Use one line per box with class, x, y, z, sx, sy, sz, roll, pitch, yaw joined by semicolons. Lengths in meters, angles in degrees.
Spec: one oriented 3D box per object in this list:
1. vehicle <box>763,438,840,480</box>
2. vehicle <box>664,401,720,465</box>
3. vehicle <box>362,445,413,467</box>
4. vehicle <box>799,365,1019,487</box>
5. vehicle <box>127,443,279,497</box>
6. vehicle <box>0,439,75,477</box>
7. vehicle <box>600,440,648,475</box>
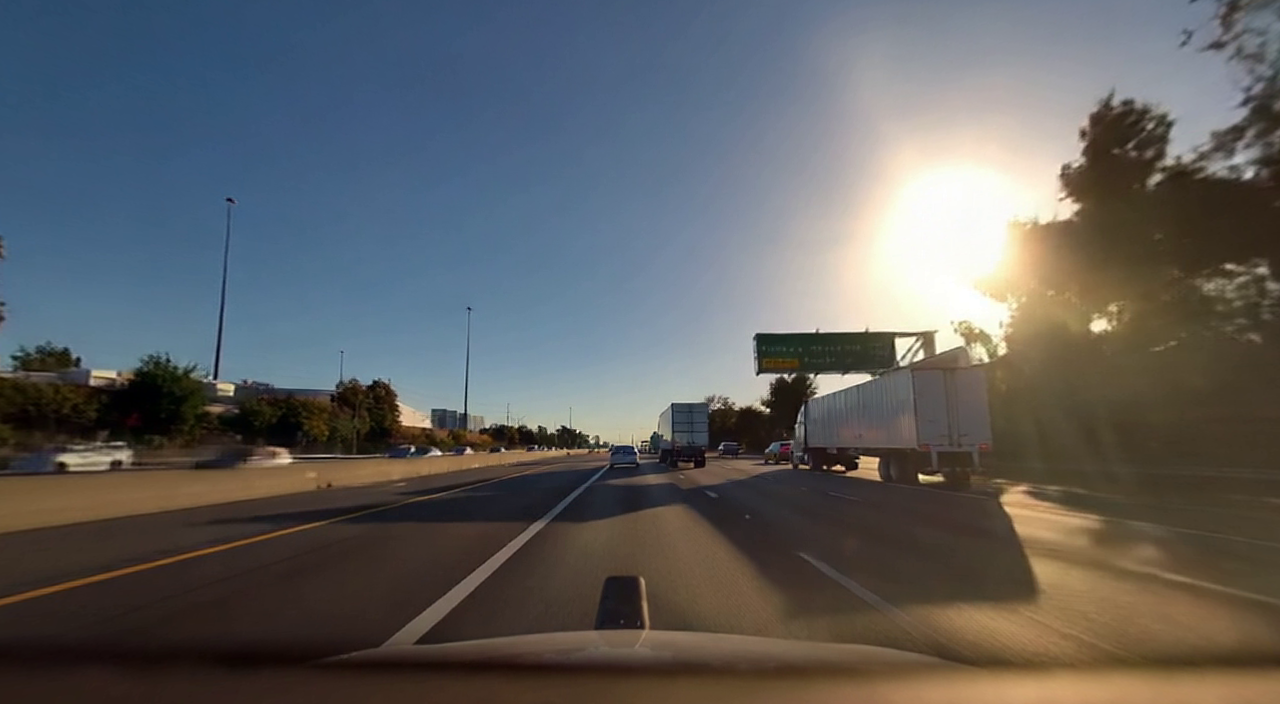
vehicle;6.956;4.654;27.738;2.154;1.658;4.347;0;-9;-1
vehicle;3.547;6.024;46.041;2.999;4.127;10.526;0;-9;-1
vehicle;-16.705;6.883;42.004;1.429;1.331;4.546;0;-9;0
vehicle;11.304;3.804;30.124;2.898;4.171;17.188;0;-9;0
vehicle;-12.849;3.471;18.898;1.840;1.413;3.738;0;-9;0
vehicle;-42.348;7.259;43.345;2.194;2.394;5.779;1;-9;-7
vehicle;-0.756;5.104;30.732;2.163;1.551;4.180;0;-9;-1
